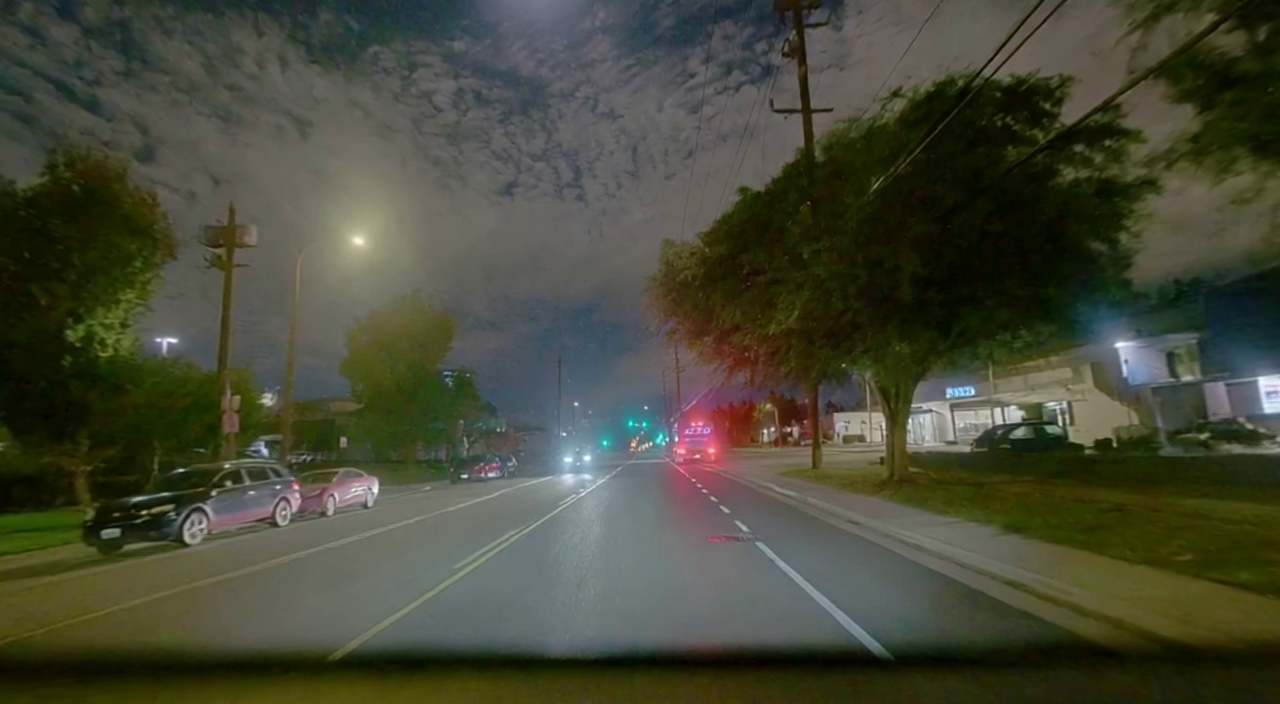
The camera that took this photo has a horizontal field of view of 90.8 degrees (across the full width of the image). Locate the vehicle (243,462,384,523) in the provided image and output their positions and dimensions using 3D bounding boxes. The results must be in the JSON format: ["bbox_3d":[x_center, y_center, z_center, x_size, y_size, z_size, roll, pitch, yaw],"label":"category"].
[{"bbox_3d":[-9.376,4.044,18.629,1.768,1.454,4.340,0,-9,1],"label":"vehicle"}]

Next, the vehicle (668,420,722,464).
[{"bbox_3d":[4.089,7.116,49.537,3.168,3.106,9.350,0,-9,-1],"label":"vehicle"}]

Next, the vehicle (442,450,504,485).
[{"bbox_3d":[-8.881,6.163,34.113,1.938,1.756,4.686,0,-9,2],"label":"vehicle"}]

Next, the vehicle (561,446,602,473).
[{"bbox_3d":[-3.489,6.514,38.489,2.042,1.530,3.980,0,-9,1],"label":"vehicle"}]

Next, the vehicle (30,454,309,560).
[{"bbox_3d":[-9.622,3.133,13.671,2.059,1.783,5.024,0,-9,1],"label":"vehicle"}]
